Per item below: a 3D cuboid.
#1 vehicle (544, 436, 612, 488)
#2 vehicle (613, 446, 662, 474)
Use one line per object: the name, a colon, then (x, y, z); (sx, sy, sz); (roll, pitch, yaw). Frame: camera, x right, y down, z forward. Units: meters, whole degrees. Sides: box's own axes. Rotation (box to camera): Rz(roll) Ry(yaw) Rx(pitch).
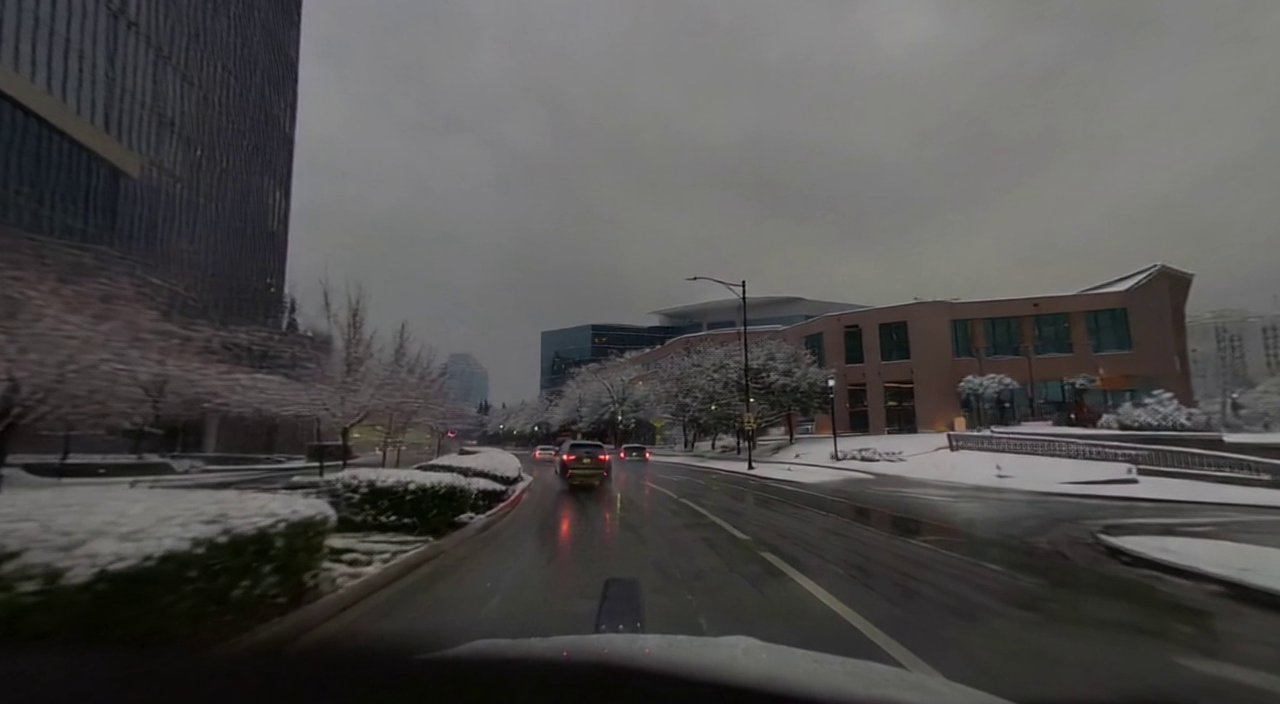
vehicle: (-2.419, 4.074, 23.646); (2.173, 1.761, 4.374); (2, -9, -10)
vehicle: (-0.222, 6.220, 36.618); (2.116, 1.506, 4.355); (2, -9, -9)
